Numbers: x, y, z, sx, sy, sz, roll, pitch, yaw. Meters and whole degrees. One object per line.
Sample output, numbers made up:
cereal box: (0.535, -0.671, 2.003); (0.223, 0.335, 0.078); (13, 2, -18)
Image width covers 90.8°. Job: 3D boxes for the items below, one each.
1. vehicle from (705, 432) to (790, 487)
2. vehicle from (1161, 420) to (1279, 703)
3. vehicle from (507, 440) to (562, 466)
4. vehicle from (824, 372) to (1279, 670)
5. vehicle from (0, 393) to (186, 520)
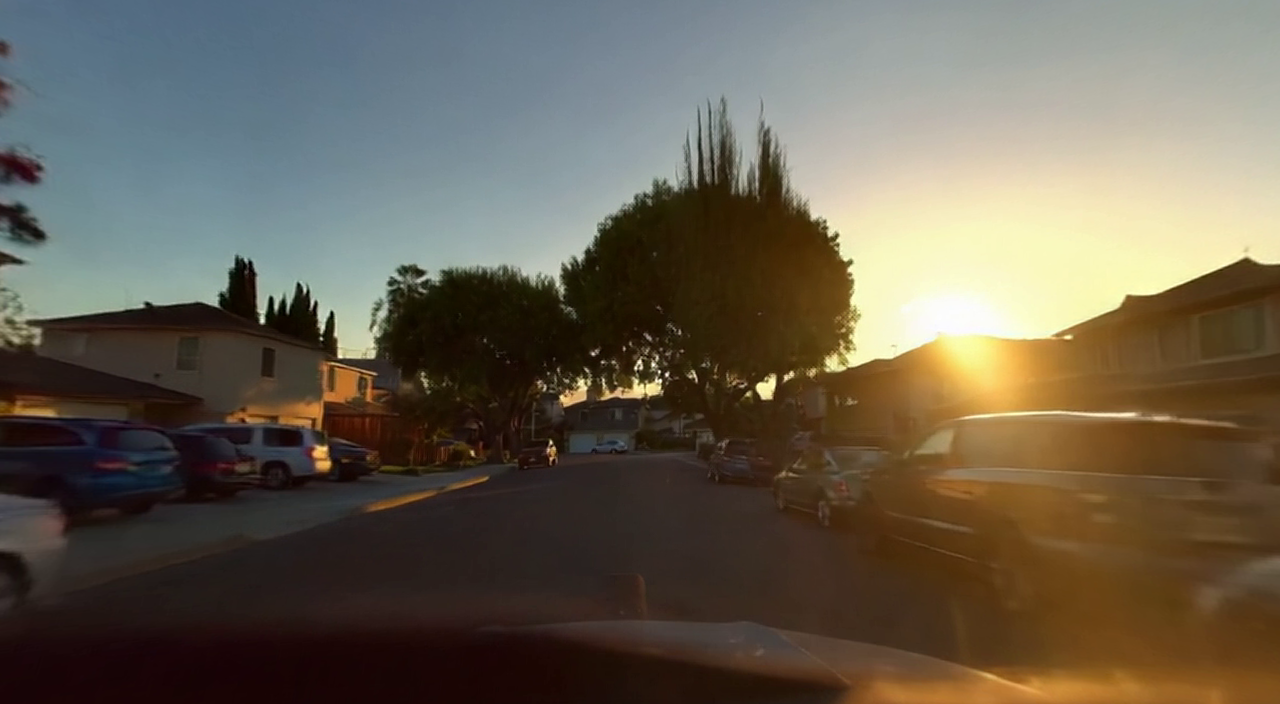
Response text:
vehicle: (3.921, 3.986, 24.067); (2.235, 1.829, 5.194); (0, -8, -1)
vehicle: (3.902, 0.764, 0.990); (2.042, 1.456, 4.903); (0, -8, 1)
vehicle: (-6.664, 6.247, 39.361); (2.236, 1.459, 4.832); (3, -9, -23)
vehicle: (3.831, 1.435, 6.699); (2.046, 1.835, 5.411); (0, -8, -1)
vehicle: (-10.667, 1.686, 10.318); (4.641, 1.844, 2.243); (0, -8, -5)
